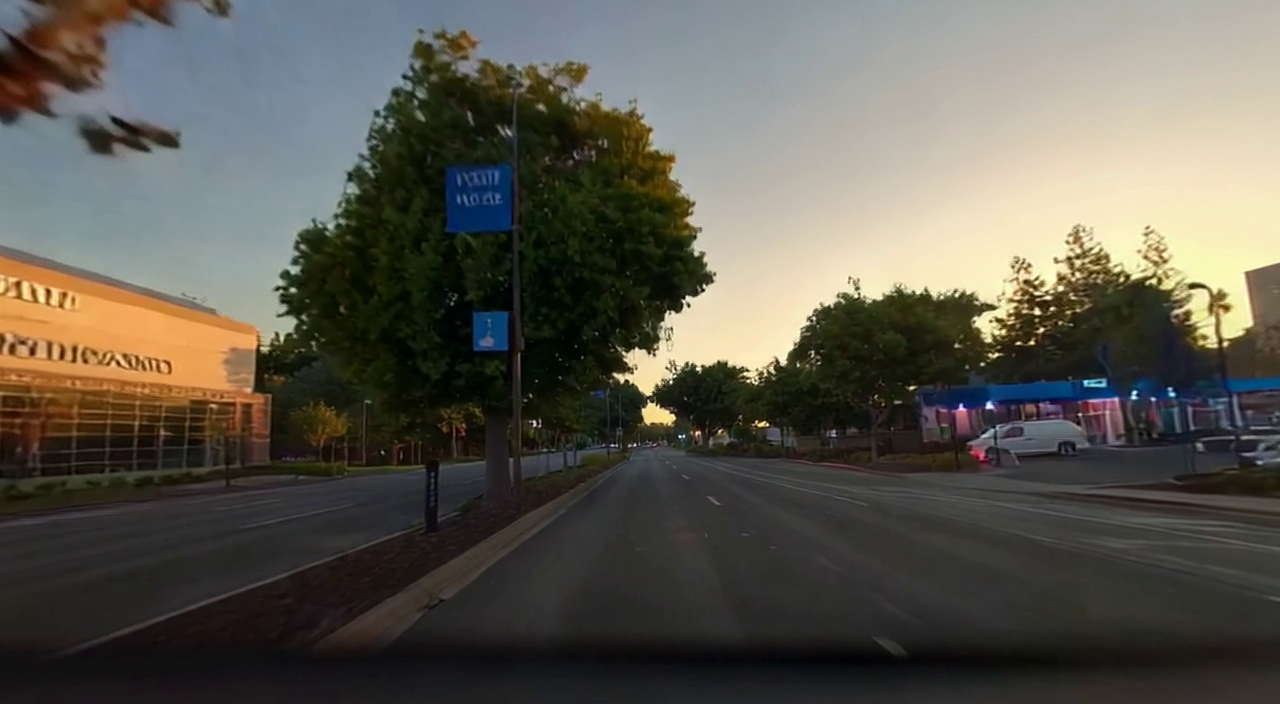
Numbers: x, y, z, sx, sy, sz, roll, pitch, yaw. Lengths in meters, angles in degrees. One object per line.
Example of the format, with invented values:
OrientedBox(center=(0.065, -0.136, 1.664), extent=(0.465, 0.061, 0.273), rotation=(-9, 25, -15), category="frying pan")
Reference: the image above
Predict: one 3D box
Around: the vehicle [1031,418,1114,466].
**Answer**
OrientedBox(center=(21.822, 4.521, 32.049), extent=(2.240, 2.095, 5.149), rotation=(-6, -7, 22), category="vehicle")

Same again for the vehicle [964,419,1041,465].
OrientedBox(center=(17.874, 4.485, 31.407), extent=(2.425, 2.043, 5.455), rotation=(-4, -9, 21), category="vehicle")
